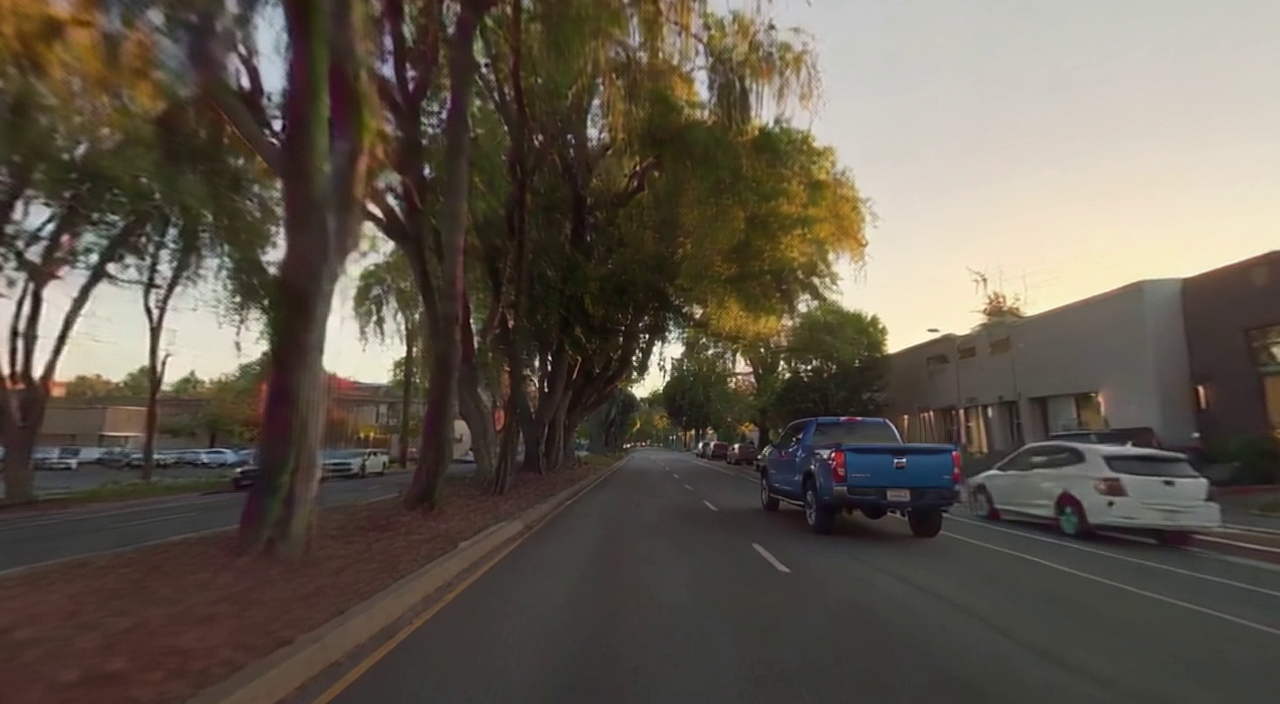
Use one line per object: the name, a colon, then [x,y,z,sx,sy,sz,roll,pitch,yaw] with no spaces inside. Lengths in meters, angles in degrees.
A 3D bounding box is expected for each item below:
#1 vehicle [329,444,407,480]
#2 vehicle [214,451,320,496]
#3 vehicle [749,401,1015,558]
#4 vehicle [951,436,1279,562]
vehicle: [-15.607,6.335,36.476,2.097,1.852,5.090,-2,-9,2]
vehicle: [-16.012,5.192,27.359,1.919,1.616,4.723,-4,-8,-2]
vehicle: [3.309,1.899,10.131,2.085,1.828,5.383,0,-9,-1]
vehicle: [7.384,2.231,10.516,1.863,1.588,4.670,0,-8,-2]
